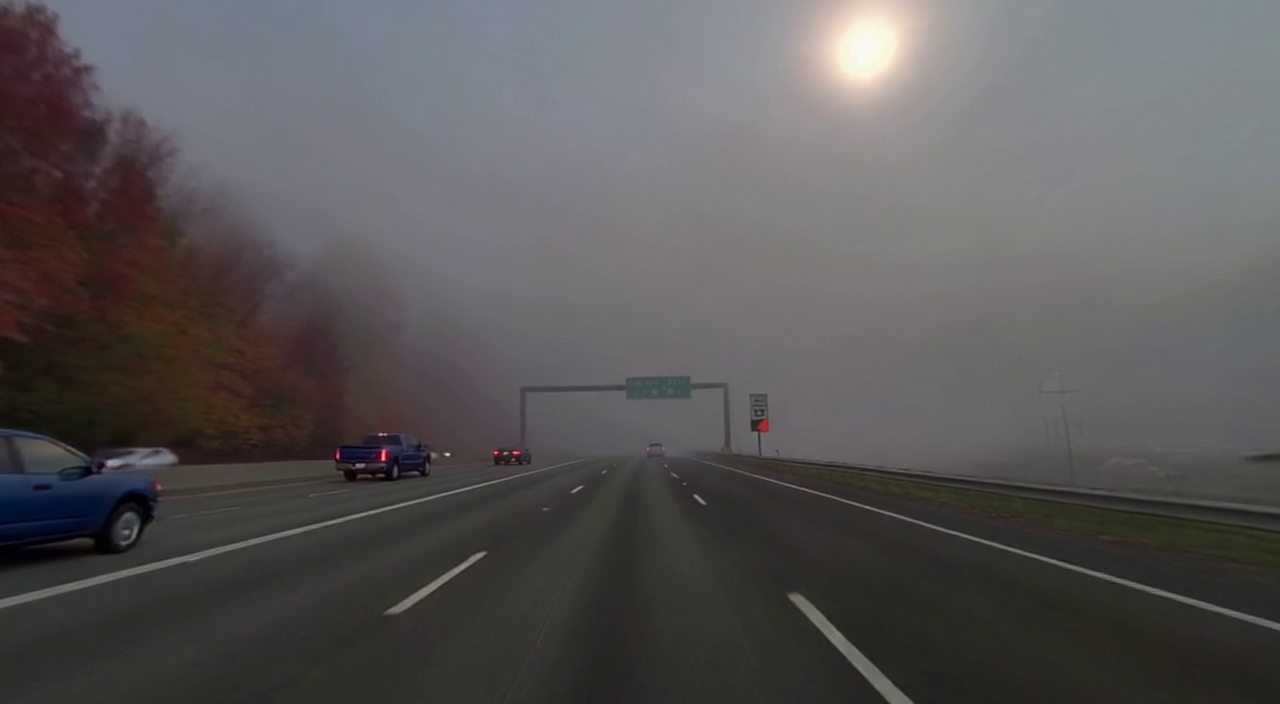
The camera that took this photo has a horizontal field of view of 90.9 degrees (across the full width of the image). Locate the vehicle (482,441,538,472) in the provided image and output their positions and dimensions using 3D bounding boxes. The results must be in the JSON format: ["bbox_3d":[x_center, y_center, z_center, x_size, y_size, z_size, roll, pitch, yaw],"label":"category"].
[{"bbox_3d":[-6.693,5.395,32.814,1.919,1.499,4.234,0,-8,1],"label":"vehicle"}]

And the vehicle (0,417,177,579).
[{"bbox_3d":[-7.239,1.411,6.044,1.965,1.567,4.686,0,-8,1],"label":"vehicle"}]

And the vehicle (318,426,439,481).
[{"bbox_3d":[-10.567,4.165,26.152,2.347,1.984,5.778,0,-8,2],"label":"vehicle"}]
